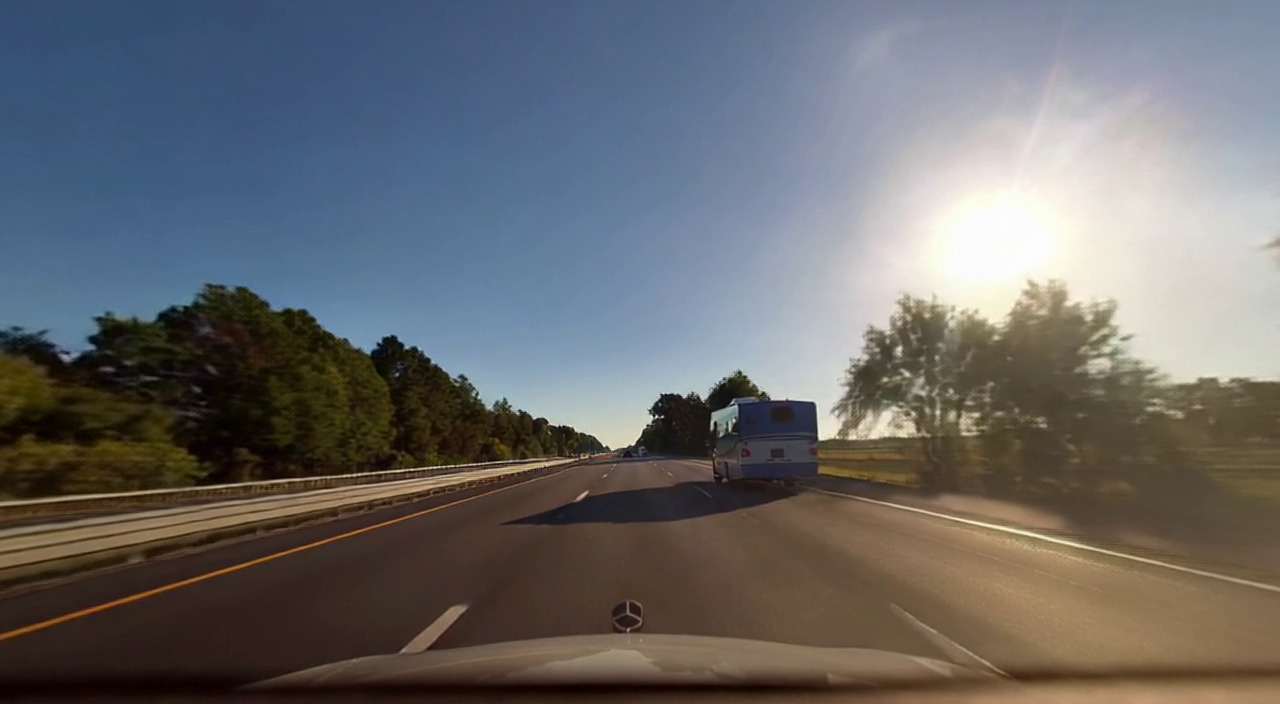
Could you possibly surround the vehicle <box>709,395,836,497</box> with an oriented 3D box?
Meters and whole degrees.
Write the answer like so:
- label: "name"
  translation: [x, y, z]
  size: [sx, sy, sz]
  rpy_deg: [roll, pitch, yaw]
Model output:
- label: "vehicle"
  translation: [3.967, 3.057, 20.430]
  size: [2.556, 2.763, 6.287]
  rpy_deg: [0, -9, -2]
